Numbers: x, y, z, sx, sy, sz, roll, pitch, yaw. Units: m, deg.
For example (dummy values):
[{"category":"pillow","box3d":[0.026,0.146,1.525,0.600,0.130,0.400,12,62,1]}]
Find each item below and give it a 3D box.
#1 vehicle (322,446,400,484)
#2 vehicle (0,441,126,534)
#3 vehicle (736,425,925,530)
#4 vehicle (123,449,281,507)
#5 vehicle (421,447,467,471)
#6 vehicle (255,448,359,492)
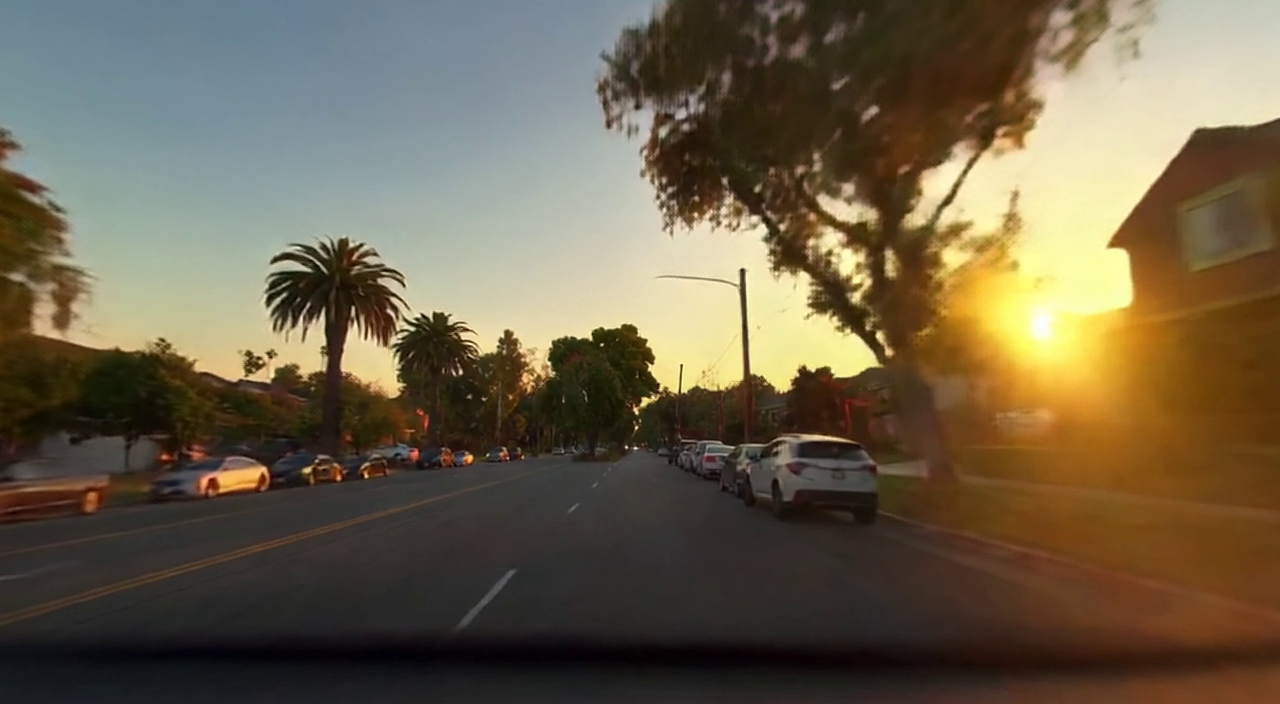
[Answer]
[{"category":"vehicle","box3d":[-13.768,5.580,31.459,1.876,1.610,4.467,-1,-7,-1]},{"category":"vehicle","box3d":[-13.563,2.828,13.367,1.844,1.764,4.183,-1,-7,-1]},{"category":"vehicle","box3d":[3.527,2.464,13.031,2.221,1.718,5.192,0,-9,-1]},{"category":"vehicle","box3d":[-13.631,3.904,20.073,1.921,1.498,4.460,0,-7,-1]},{"category":"vehicle","box3d":[-13.960,7.642,45.268,1.970,1.525,4.420,0,-8,-2]},{"category":"vehicle","box3d":[-13.641,4.819,26.214,1.899,1.474,4.529,-1,-7,0]}]
